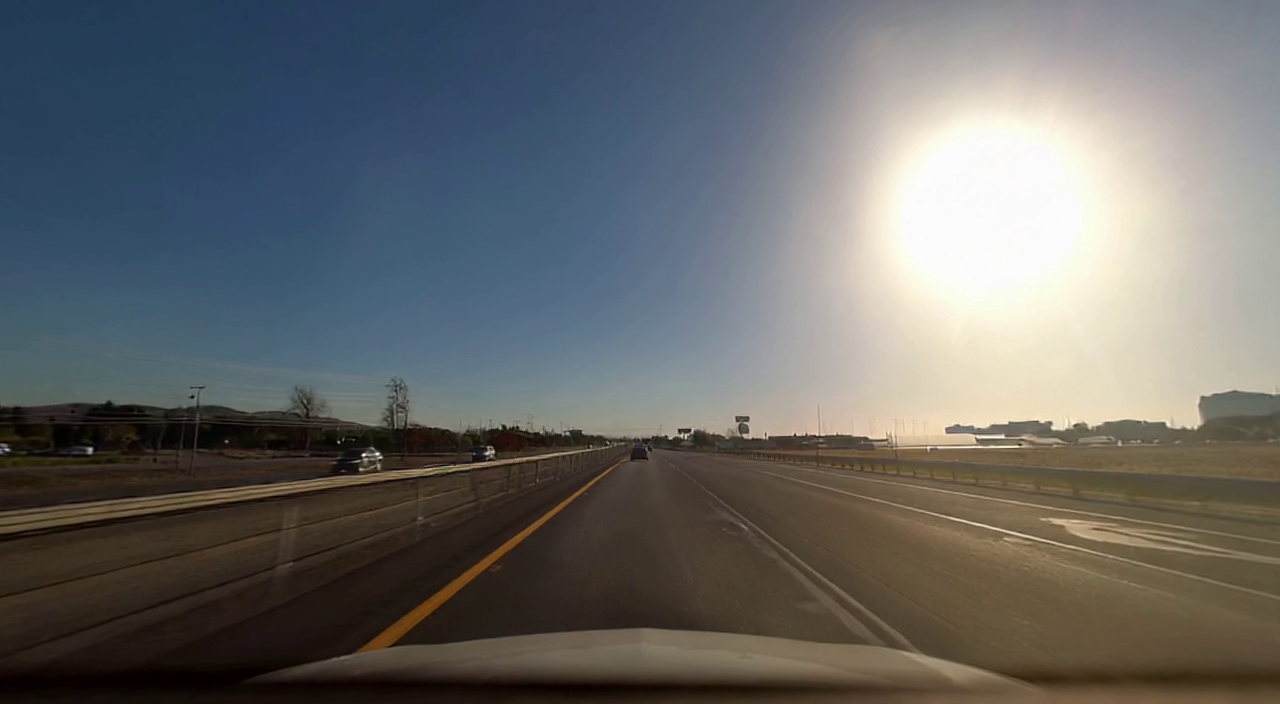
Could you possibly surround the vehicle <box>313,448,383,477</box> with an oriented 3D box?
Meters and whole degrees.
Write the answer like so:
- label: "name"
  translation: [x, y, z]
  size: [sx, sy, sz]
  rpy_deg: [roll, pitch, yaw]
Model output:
- label: "vehicle"
  translation: [-16.709, 6.315, 36.360]
  size: [1.906, 1.500, 4.321]
  rpy_deg: [0, -9, 1]
